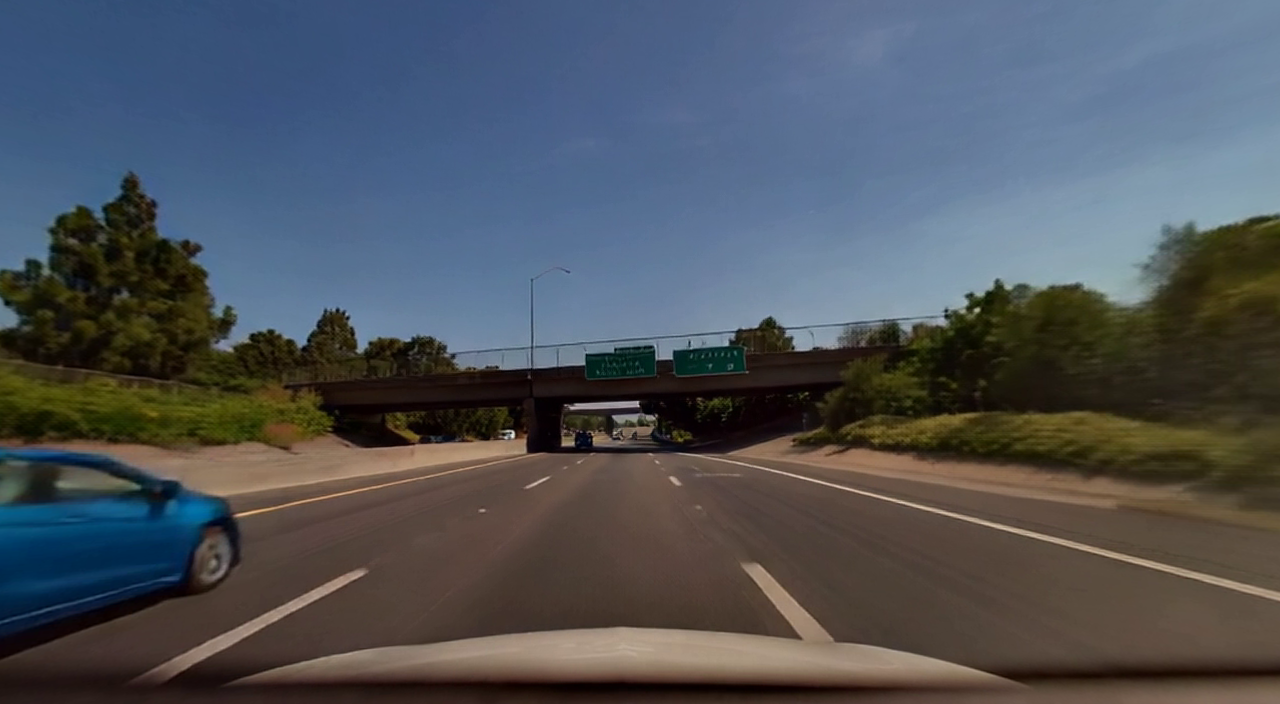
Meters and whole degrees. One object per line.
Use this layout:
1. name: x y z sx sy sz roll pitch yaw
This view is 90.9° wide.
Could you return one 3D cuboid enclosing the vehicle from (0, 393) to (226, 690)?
1. vehicle: -4.563 0.983 2.996 2.086 1.624 4.607 0 -8 -1
